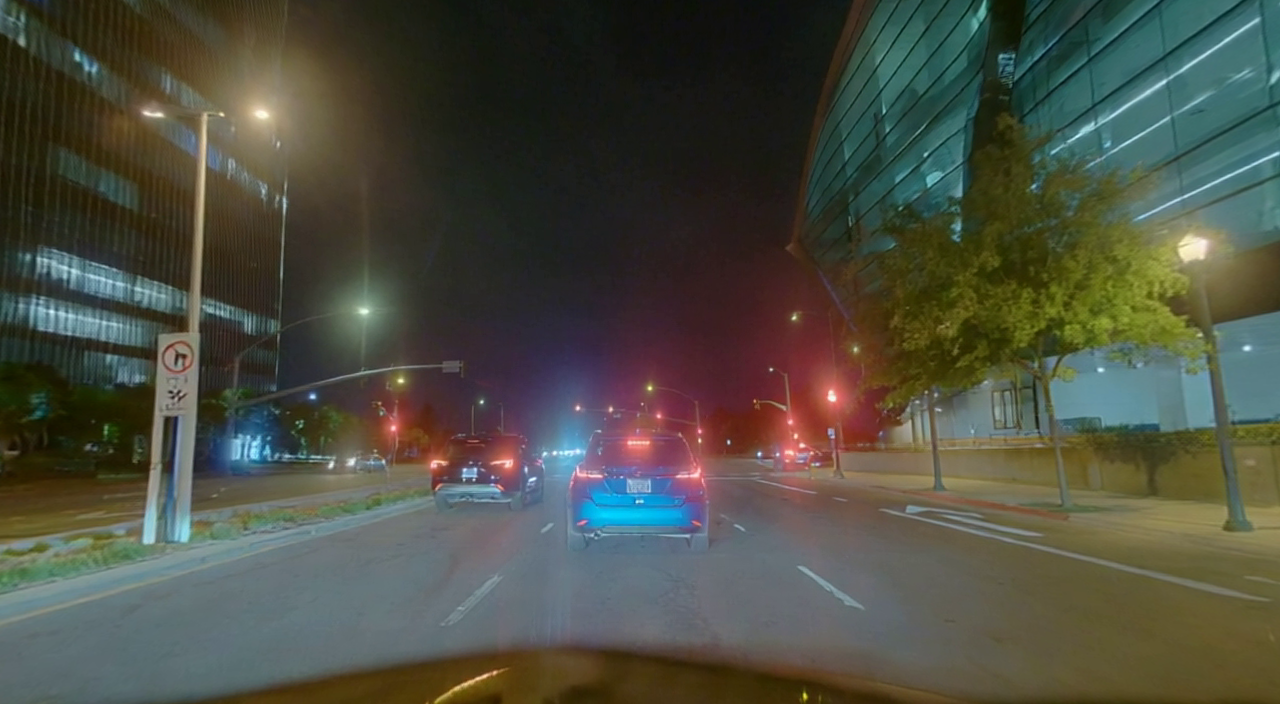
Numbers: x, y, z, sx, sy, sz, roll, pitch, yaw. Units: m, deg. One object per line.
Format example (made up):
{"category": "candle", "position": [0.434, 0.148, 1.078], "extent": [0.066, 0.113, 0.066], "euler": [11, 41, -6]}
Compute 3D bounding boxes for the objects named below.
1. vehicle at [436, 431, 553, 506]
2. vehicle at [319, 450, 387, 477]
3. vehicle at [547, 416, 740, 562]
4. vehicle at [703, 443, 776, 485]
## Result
{"category": "vehicle", "position": [-3.607, 2.979, 16.578], "extent": [2.068, 1.678, 4.199], "euler": [0, -8, 0]}
{"category": "vehicle", "position": [-16.571, 6.460, 36.781], "extent": [1.826, 1.422, 4.490], "euler": [0, -8, 1]}
{"category": "vehicle", "position": [0.023, 1.881, 9.404], "extent": [2.207, 1.659, 4.155], "euler": [0, -8, 0]}
{"category": "vehicle", "position": [3.731, 4.256, 24.448], "extent": [2.082, 1.445, 4.426], "euler": [0, -8, 0]}
